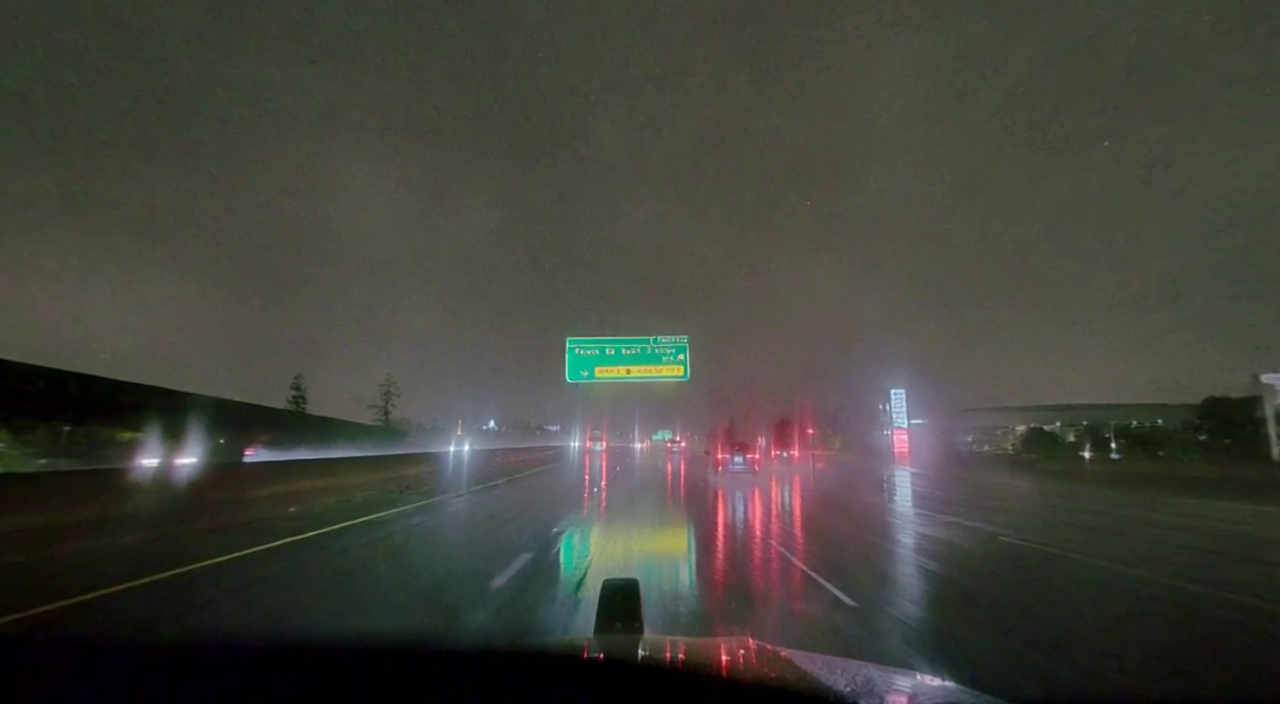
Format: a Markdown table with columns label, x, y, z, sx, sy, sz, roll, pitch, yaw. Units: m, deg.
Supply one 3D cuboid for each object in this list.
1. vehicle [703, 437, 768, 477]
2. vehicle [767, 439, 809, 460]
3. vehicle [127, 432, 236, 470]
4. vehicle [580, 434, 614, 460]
| label | x | y | z | sx | sy | sz | roll | pitch | yaw |
| --- | --- | --- | --- | --- | --- | --- | --- | --- | --- |
| vehicle | 3.842 | 4.300 | 26.129 | 1.961 | 1.504 | 4.094 | 0 | -9 | -1 |
| vehicle | 11.062 | 7.309 | 47.402 | 2.019 | 1.529 | 4.385 | 0 | -9 | -1 |
| vehicle | -21.179 | 4.585 | 29.395 | 1.938 | 1.627 | 4.131 | 0 | -9 | 0 |
| vehicle | -2.996 | 6.718 | 44.699 | 2.072 | 1.730 | 4.381 | 0 | -9 | 0 |
